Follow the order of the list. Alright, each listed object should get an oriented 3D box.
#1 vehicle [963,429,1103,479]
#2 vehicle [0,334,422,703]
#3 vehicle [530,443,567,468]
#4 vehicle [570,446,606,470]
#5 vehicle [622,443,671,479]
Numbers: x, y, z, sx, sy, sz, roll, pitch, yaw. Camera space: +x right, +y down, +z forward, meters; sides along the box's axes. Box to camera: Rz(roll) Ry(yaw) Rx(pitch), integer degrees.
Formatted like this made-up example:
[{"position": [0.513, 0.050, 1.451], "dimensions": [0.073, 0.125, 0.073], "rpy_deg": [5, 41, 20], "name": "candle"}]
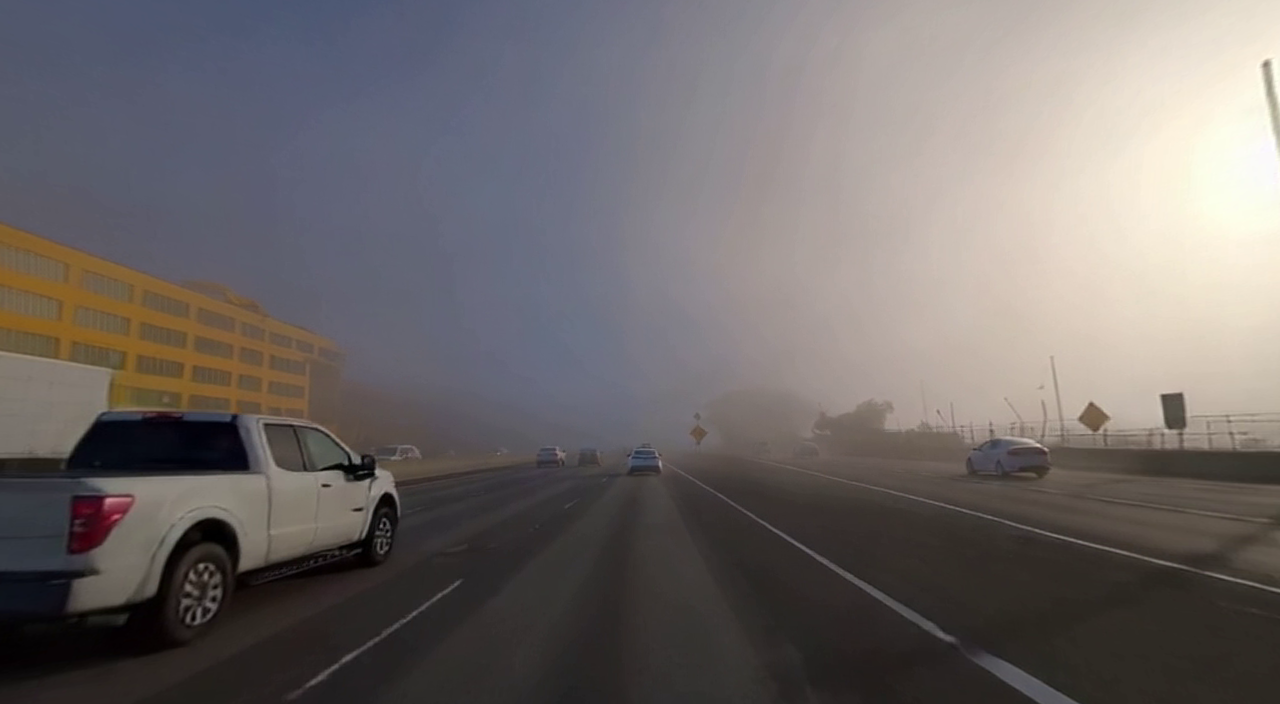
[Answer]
[{"position": [12.985, 3.416, 21.264], "dimensions": [1.966, 1.484, 4.610], "rpy_deg": [-1, -8, 3], "name": "vehicle"}, {"position": [-3.886, 1.218, 5.243], "dimensions": [2.250, 1.872, 5.038], "rpy_deg": [0, -8, 1], "name": "vehicle"}, {"position": [-7.152, 8.152, 49.826], "dimensions": [2.106, 1.827, 4.814], "rpy_deg": [0, -8, 1], "name": "vehicle"}, {"position": [-3.505, 7.207, 43.256], "dimensions": [2.059, 1.508, 4.662], "rpy_deg": [0, -8, 0], "name": "vehicle"}, {"position": [0.286, 5.080, 29.642], "dimensions": [2.107, 1.538, 3.999], "rpy_deg": [0, -8, 0], "name": "vehicle"}]
